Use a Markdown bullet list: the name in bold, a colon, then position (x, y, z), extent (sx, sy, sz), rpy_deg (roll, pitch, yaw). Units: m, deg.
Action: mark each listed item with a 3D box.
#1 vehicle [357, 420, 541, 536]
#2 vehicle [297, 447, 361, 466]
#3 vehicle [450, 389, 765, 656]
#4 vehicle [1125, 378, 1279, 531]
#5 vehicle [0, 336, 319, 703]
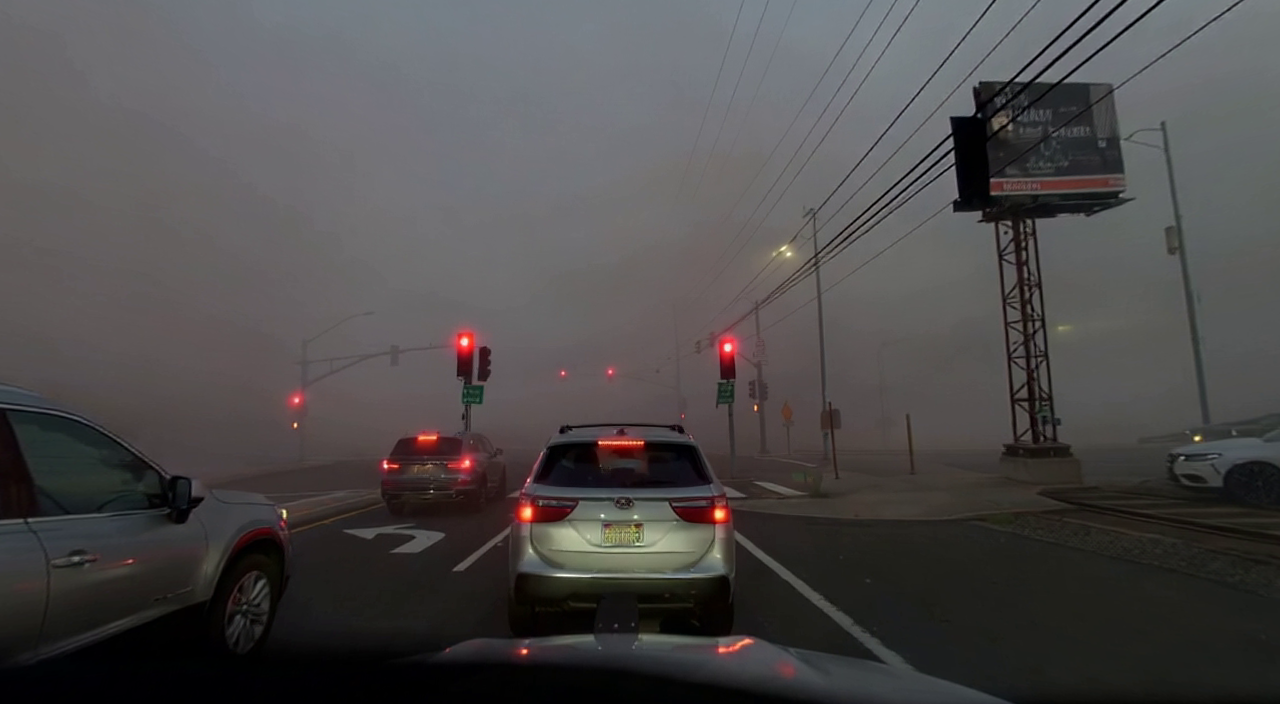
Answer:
- **vehicle**: position (-3.146, 2.184, 11.507), extent (1.988, 1.678, 4.317), rpy_deg (0, -9, 0)
- **vehicle**: position (-24.162, 8.096, 49.087), extent (4.357, 1.444, 1.842), rpy_deg (-3, -9, 19)
- **vehicle**: position (-0.206, 1.377, 5.986), extent (2.025, 1.723, 3.644), rpy_deg (0, -9, 0)
- **vehicle**: position (9.614, 1.312, 8.186), extent (5.060, 1.702, 2.033), rpy_deg (1, -9, -4)
- **vehicle**: position (-3.930, 0.875, 3.055), extent (2.052, 1.814, 5.184), rpy_deg (0, -9, -1)
